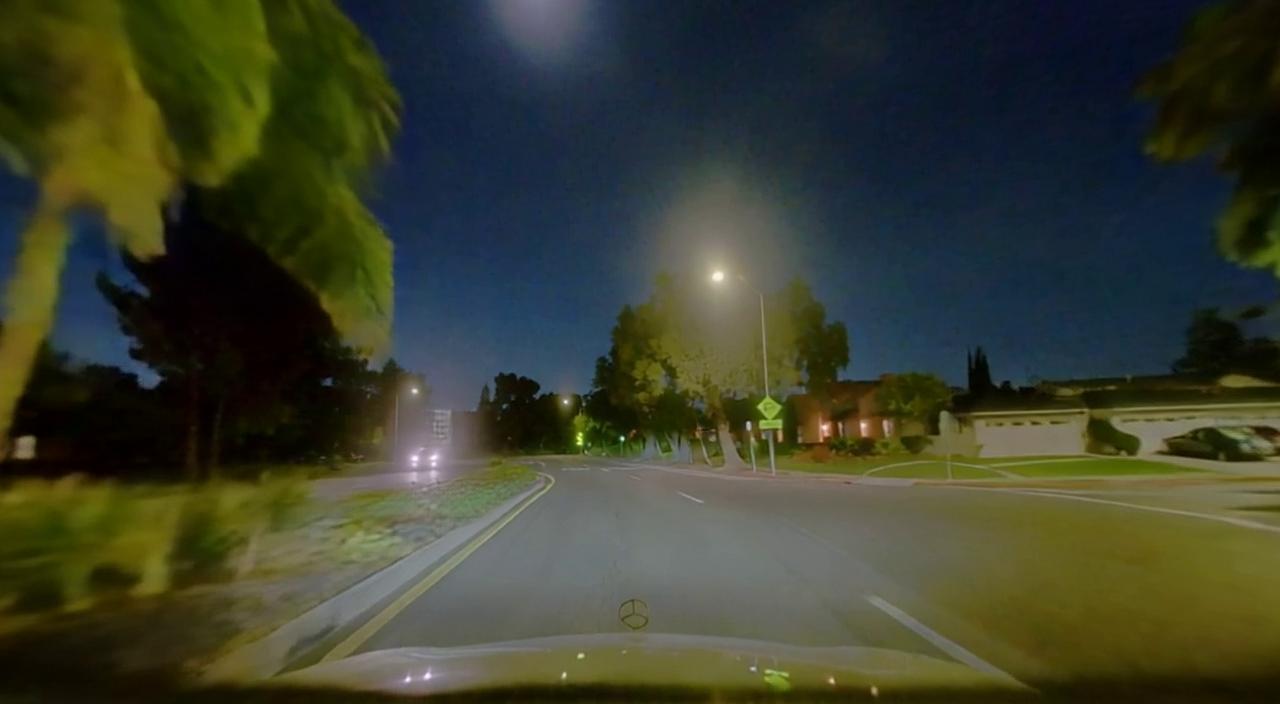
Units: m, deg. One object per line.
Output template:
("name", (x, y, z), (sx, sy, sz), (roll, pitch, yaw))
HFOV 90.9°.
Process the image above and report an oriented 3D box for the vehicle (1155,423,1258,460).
("vehicle", (25.408, 4.027, 28.456), (1.702, 1.536, 3.896), (-1, -8, 14))
